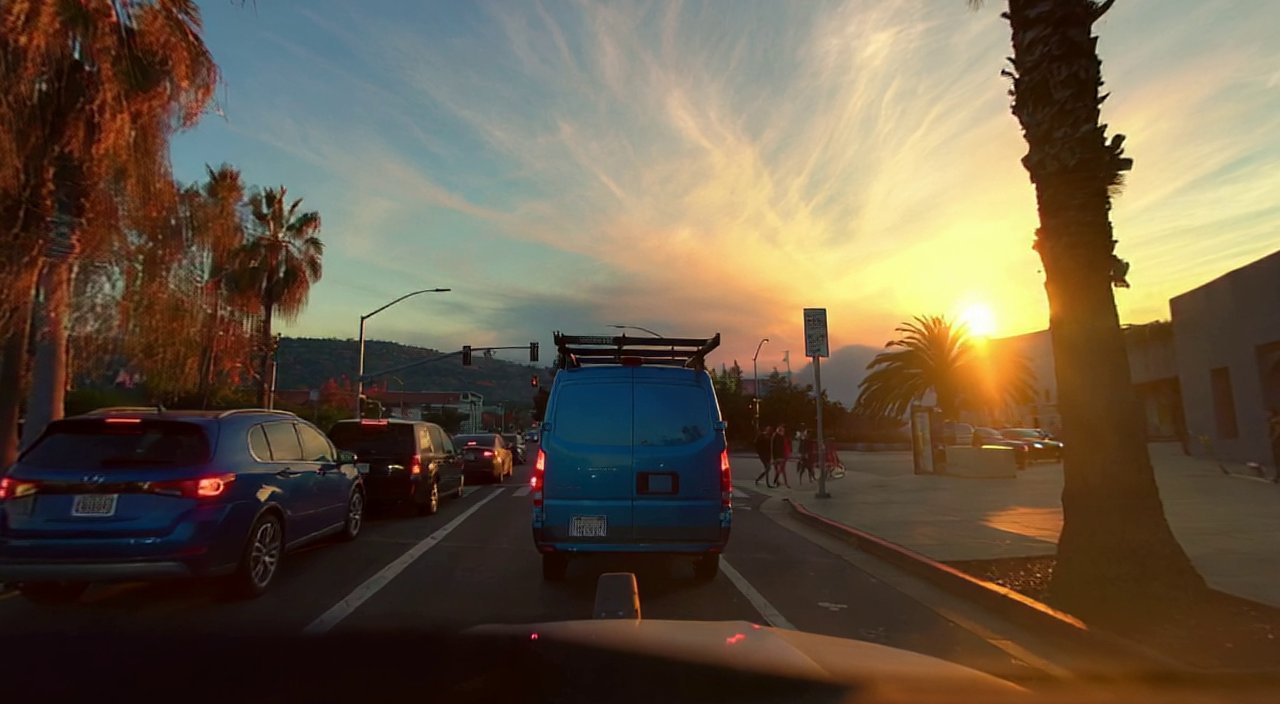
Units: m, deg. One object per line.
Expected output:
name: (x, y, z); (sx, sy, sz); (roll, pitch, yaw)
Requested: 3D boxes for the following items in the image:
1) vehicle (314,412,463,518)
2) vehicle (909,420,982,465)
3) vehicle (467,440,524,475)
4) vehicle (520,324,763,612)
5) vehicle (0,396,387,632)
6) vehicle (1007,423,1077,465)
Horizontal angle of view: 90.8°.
vehicle: (-5.208, 2.403, 13.898); (2.089, 1.854, 5.022); (2, -9, -11)
vehicle: (12.660, 3.758, 26.050); (2.046, 1.675, 3.924); (-6, -10, 33)
vehicle: (-6.824, 4.894, 29.590); (1.818, 1.479, 4.428); (4, -9, -22)
vehicle: (-0.199, 1.213, 7.185); (1.902, 2.238, 4.263); (1, -9, -6)
vehicle: (-4.378, 1.469, 6.678); (1.986, 1.643, 4.315); (1, -9, -6)
vehicle: (15.802, 3.616, 24.728); (2.048, 1.475, 3.972); (-6, -10, 34)
